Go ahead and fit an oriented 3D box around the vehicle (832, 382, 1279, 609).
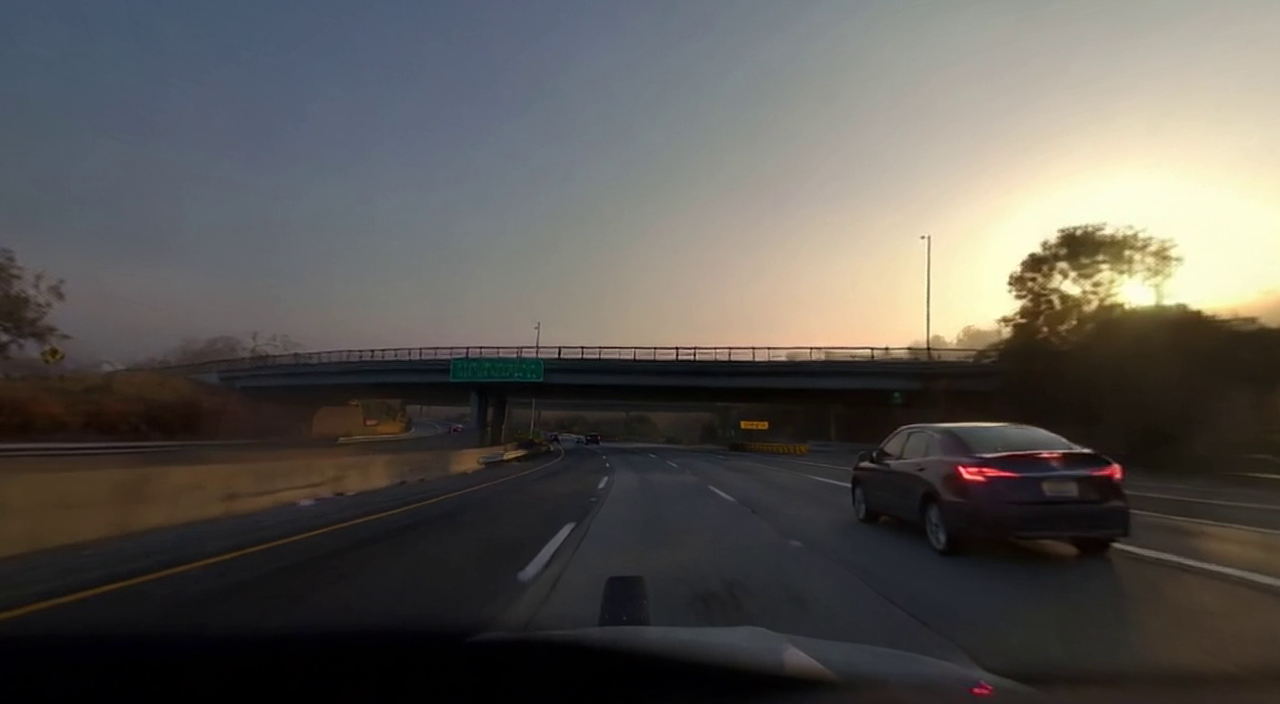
[{"bbox_3d":[3.979,1.434,7.228,2.039,1.701,4.834,0,-8,0],"label":"vehicle"}]
